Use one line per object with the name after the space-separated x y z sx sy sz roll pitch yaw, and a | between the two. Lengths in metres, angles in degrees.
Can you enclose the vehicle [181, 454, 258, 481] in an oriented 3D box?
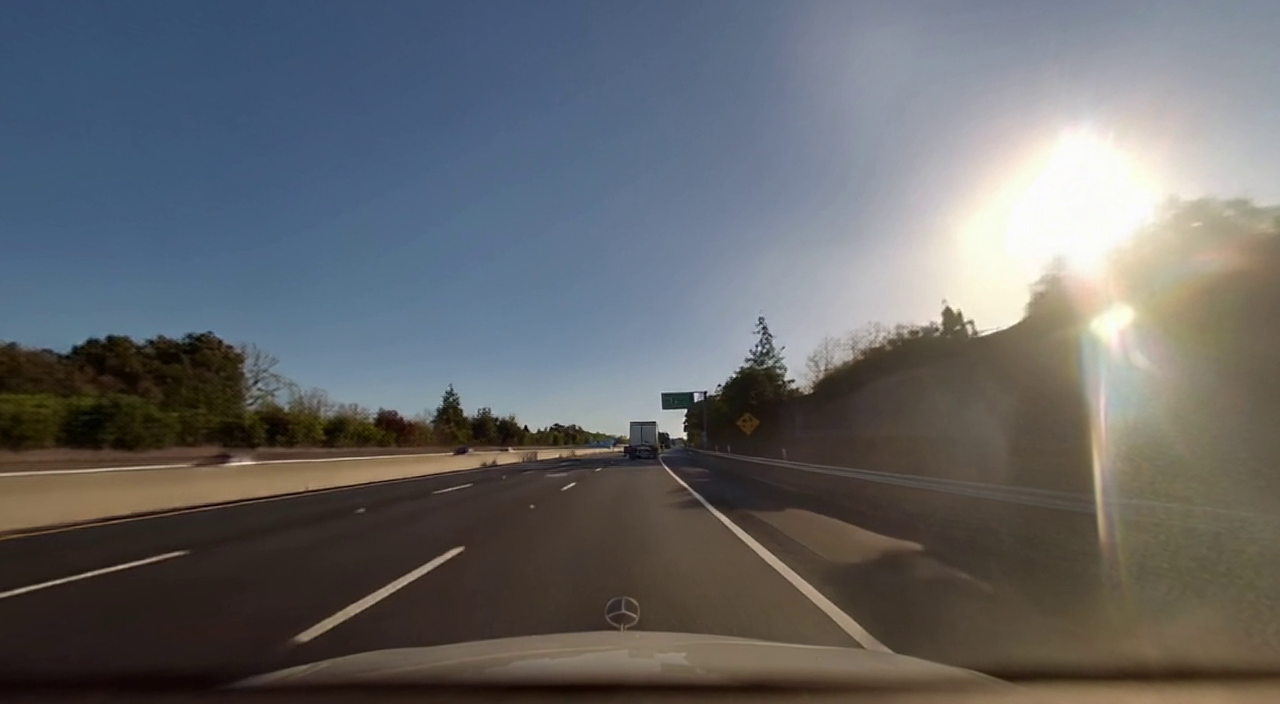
-24.148 6.630 36.400 1.719 1.426 3.827 0 -9 1 | vehicle
